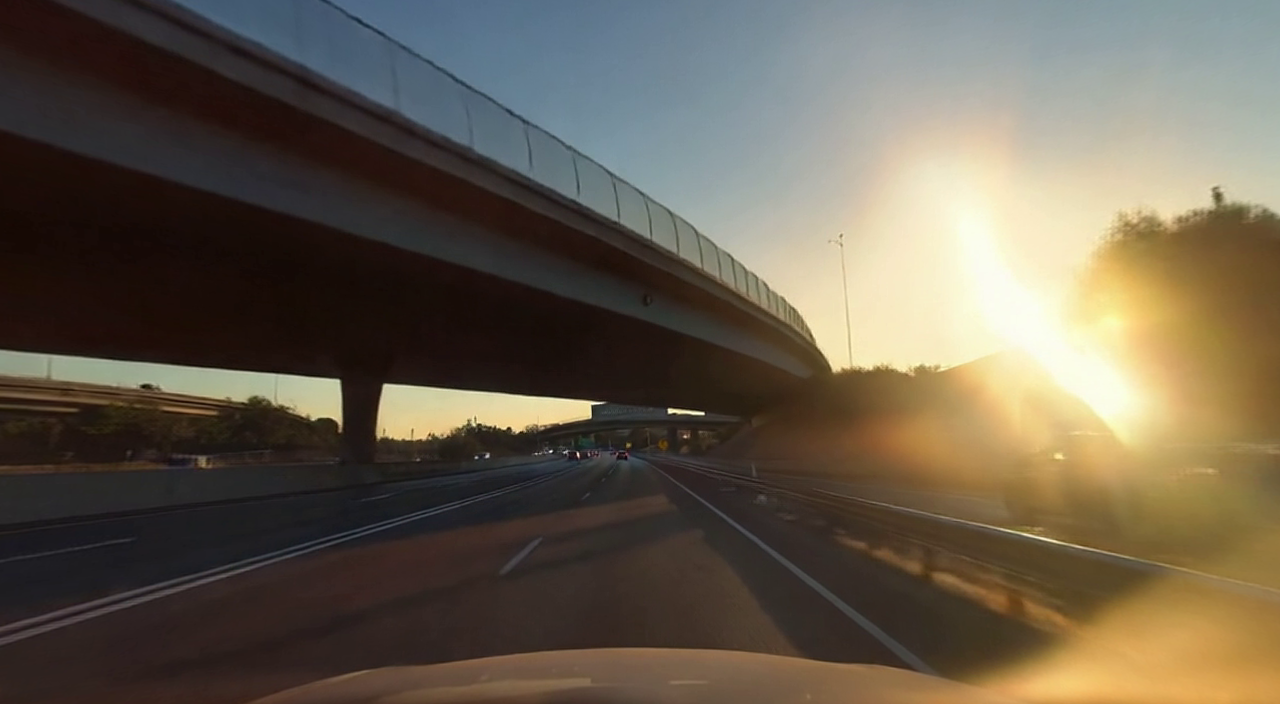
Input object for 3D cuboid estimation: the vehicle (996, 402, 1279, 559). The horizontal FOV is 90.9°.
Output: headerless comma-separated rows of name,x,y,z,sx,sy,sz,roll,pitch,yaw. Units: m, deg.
vehicle,15.045,3.566,18.684,3.233,3.414,9.483,0,-9,-1
